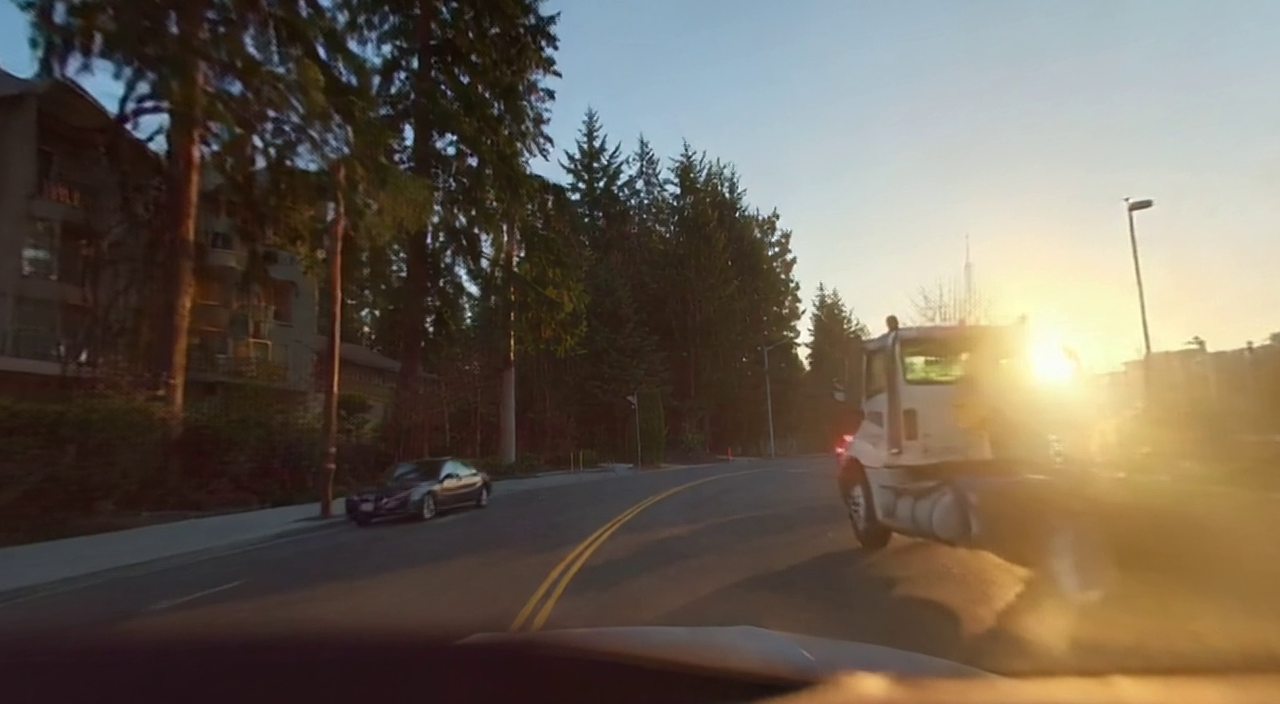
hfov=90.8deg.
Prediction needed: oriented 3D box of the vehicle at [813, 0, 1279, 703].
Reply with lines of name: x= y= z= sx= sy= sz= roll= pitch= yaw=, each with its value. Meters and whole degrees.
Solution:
vehicle: x=3.834 y=0.058 z=2.328 sx=2.834 sy=3.143 sz=12.517 roll=0 pitch=-9 yaw=0

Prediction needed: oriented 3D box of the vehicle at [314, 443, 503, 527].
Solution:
vehicle: x=-4.698 y=2.729 z=13.641 sx=1.930 sy=1.487 sz=4.213 roll=-2 pitch=-8 yaw=10
